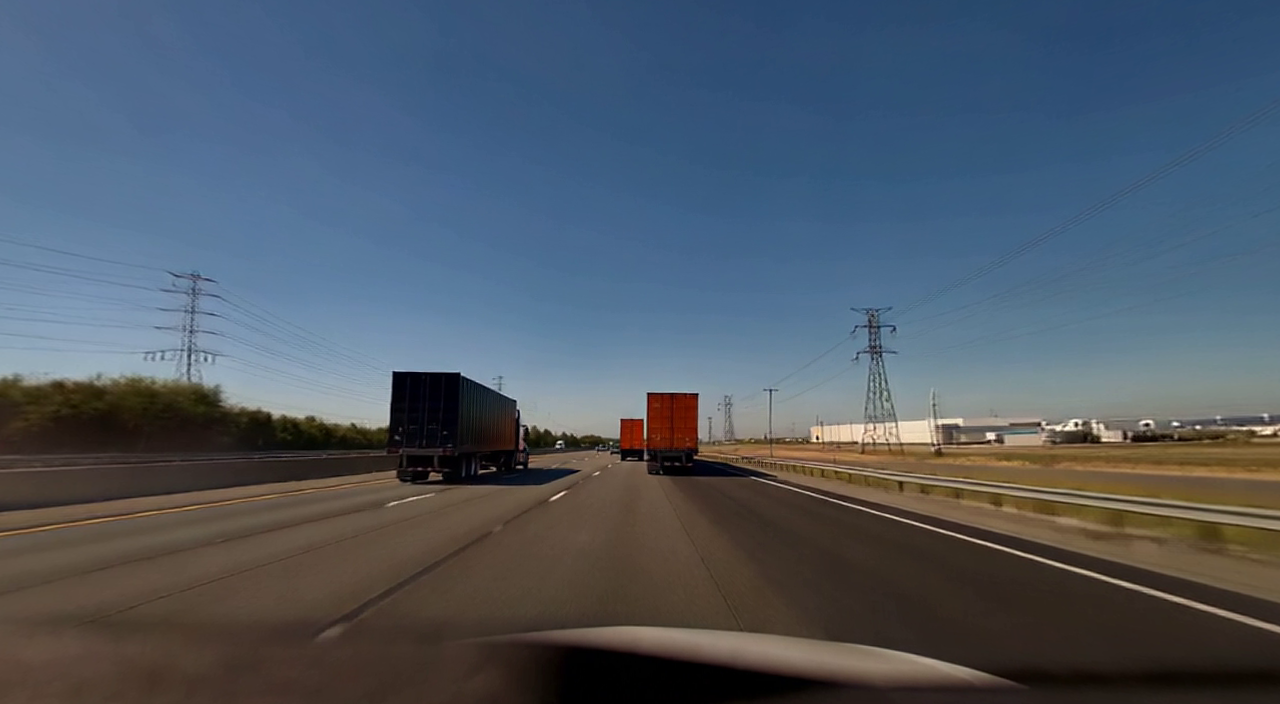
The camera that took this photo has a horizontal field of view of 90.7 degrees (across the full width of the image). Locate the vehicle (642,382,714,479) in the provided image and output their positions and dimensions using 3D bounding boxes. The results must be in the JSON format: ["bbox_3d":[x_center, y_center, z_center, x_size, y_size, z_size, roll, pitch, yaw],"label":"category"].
[{"bbox_3d":[1.589,3.889,30.431,2.858,3.847,10.034,0,-9,1],"label":"vehicle"}]

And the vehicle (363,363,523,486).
[{"bbox_3d":[-7.402,3.146,26.066,2.937,3.981,11.119,0,-8,0],"label":"vehicle"}]
